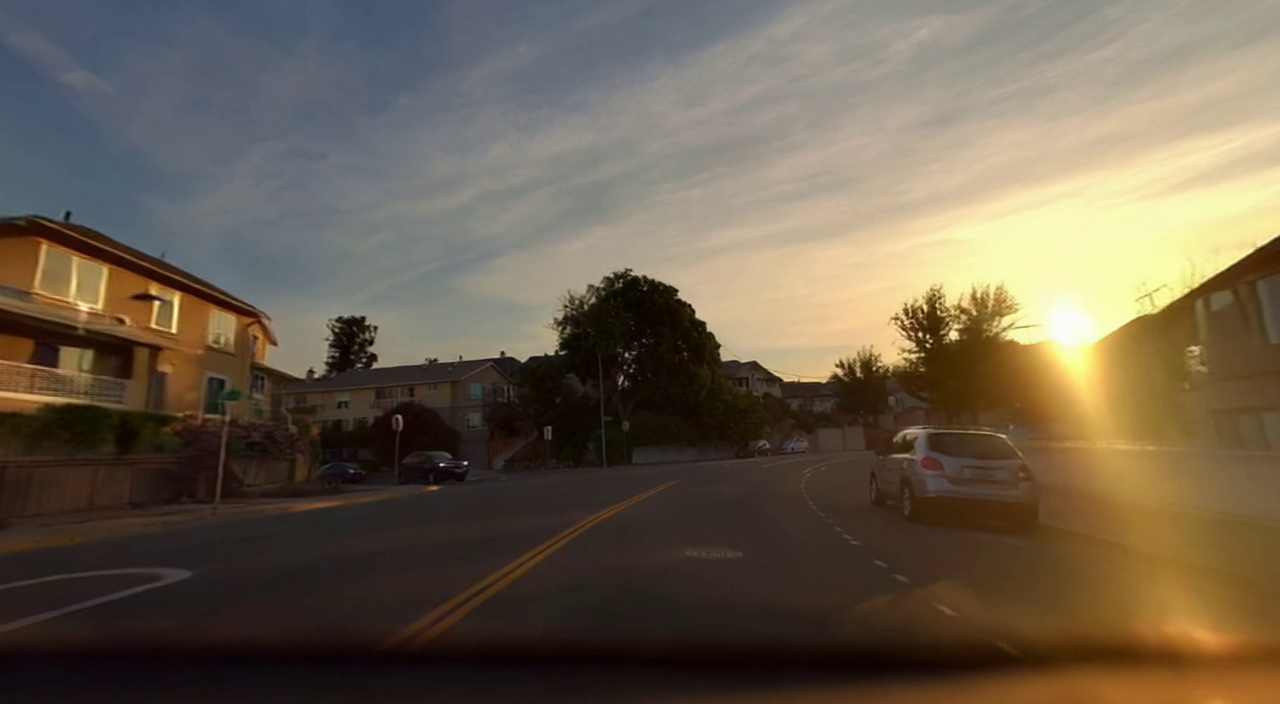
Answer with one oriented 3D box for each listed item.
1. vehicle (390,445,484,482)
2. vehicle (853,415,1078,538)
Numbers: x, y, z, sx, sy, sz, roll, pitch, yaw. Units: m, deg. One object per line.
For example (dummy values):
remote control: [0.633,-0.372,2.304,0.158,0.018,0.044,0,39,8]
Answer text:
vehicle: [-10.084,5.472,31.304,4.270,1.683,1.984,-5,-10,29]
vehicle: [5.357,2.085,11.218,2.105,1.705,4.392,-1,-8,8]
